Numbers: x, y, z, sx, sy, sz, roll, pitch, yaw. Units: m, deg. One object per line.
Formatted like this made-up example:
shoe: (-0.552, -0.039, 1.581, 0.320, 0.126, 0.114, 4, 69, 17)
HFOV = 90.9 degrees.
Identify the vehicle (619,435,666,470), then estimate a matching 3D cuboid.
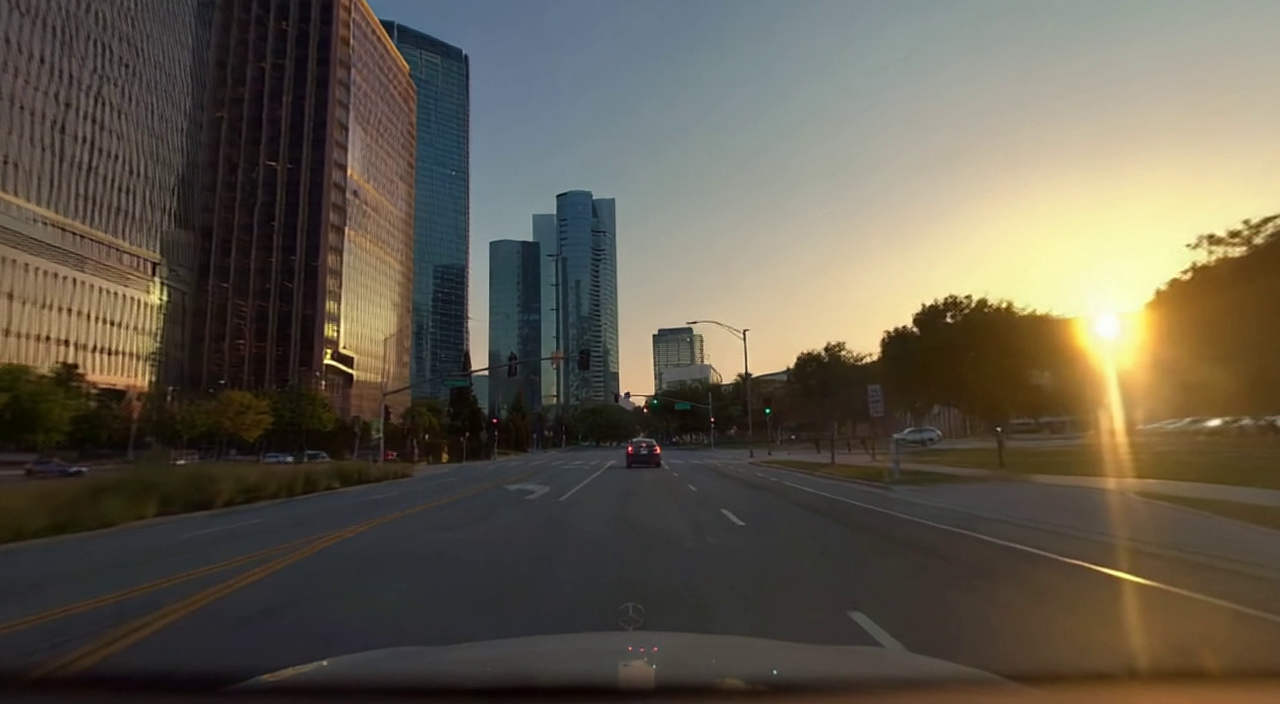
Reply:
vehicle: (0.100, 4.997, 31.427, 2.184, 1.640, 4.086, 0, -9, -1)
